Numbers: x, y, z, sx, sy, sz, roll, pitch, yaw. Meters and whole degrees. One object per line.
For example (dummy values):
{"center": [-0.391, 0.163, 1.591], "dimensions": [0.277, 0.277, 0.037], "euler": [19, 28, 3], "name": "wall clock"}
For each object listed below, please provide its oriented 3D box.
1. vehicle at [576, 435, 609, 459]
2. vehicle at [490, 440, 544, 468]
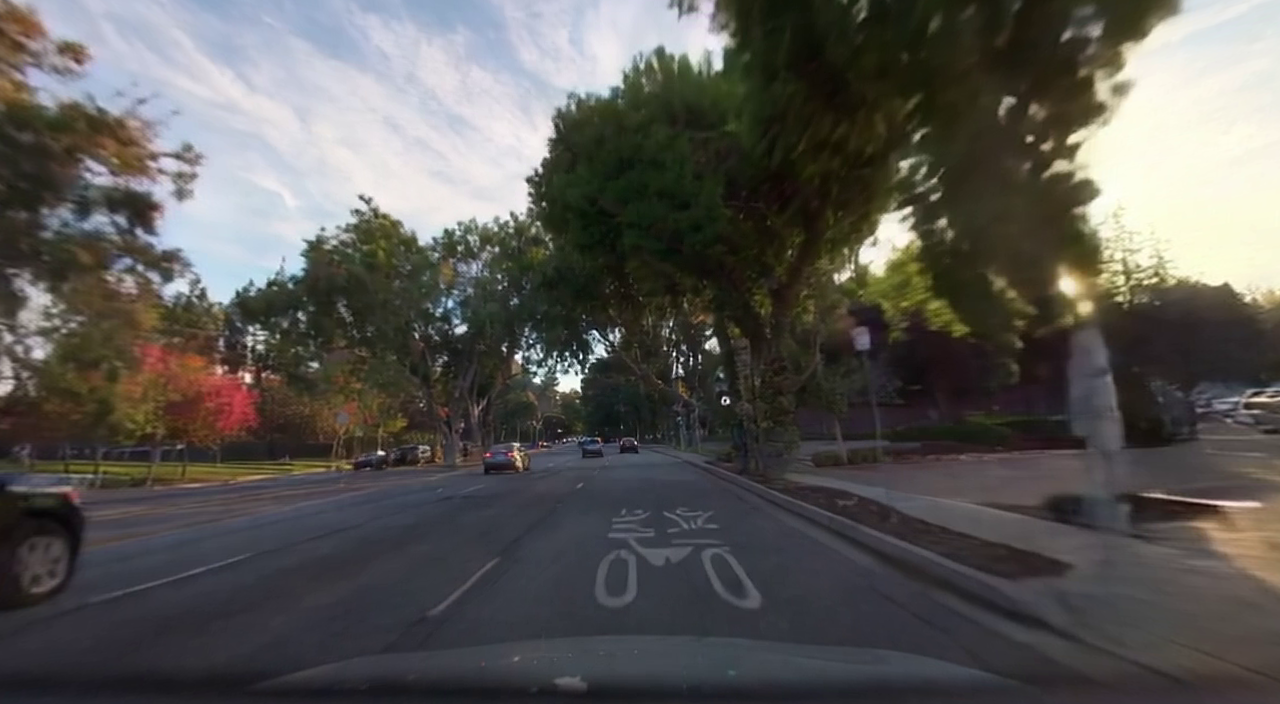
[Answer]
{"center": [-3.503, 7.080, 46.941], "dimensions": [2.100, 1.661, 3.837], "euler": [0, -8, 0], "name": "vehicle"}
{"center": [-6.620, 5.555, 34.424], "dimensions": [2.072, 1.427, 4.328], "euler": [0, -8, 0], "name": "vehicle"}
